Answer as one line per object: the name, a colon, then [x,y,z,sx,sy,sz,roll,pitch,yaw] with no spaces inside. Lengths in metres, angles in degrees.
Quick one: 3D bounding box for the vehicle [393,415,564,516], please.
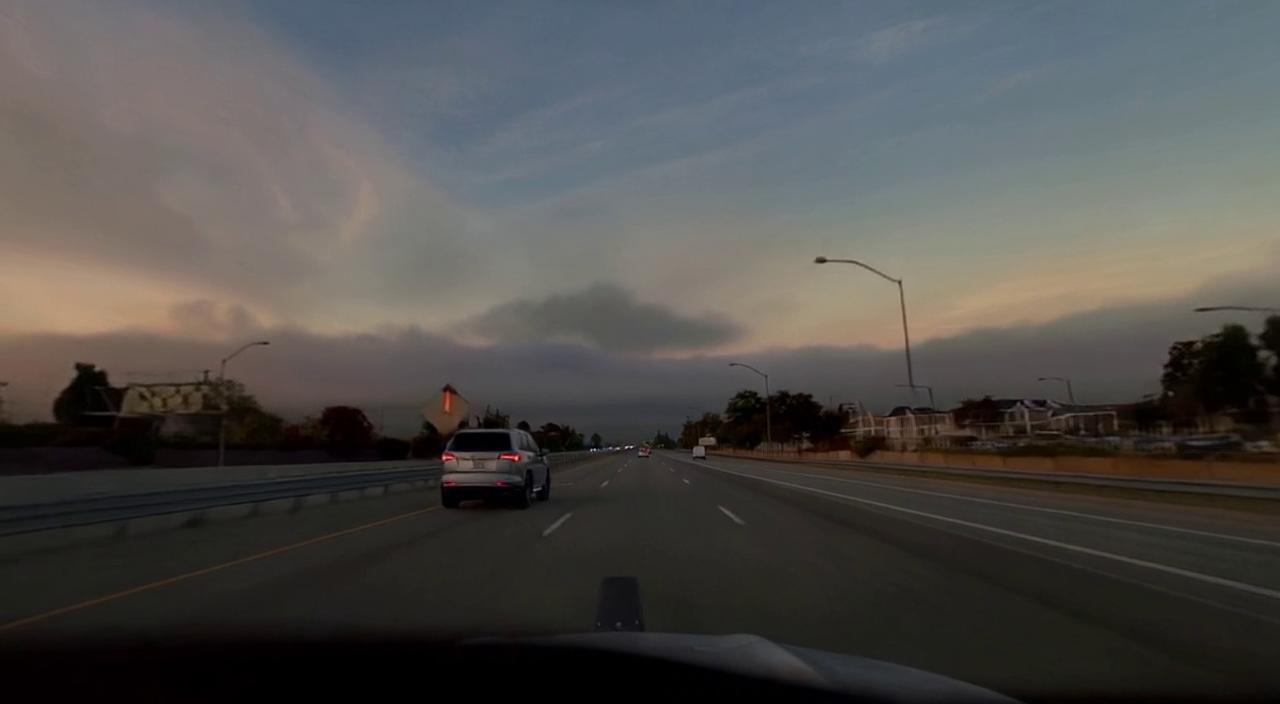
vehicle: [-3.466,2.622,15.048,2.431,1.928,5.760,0,-9,1]
